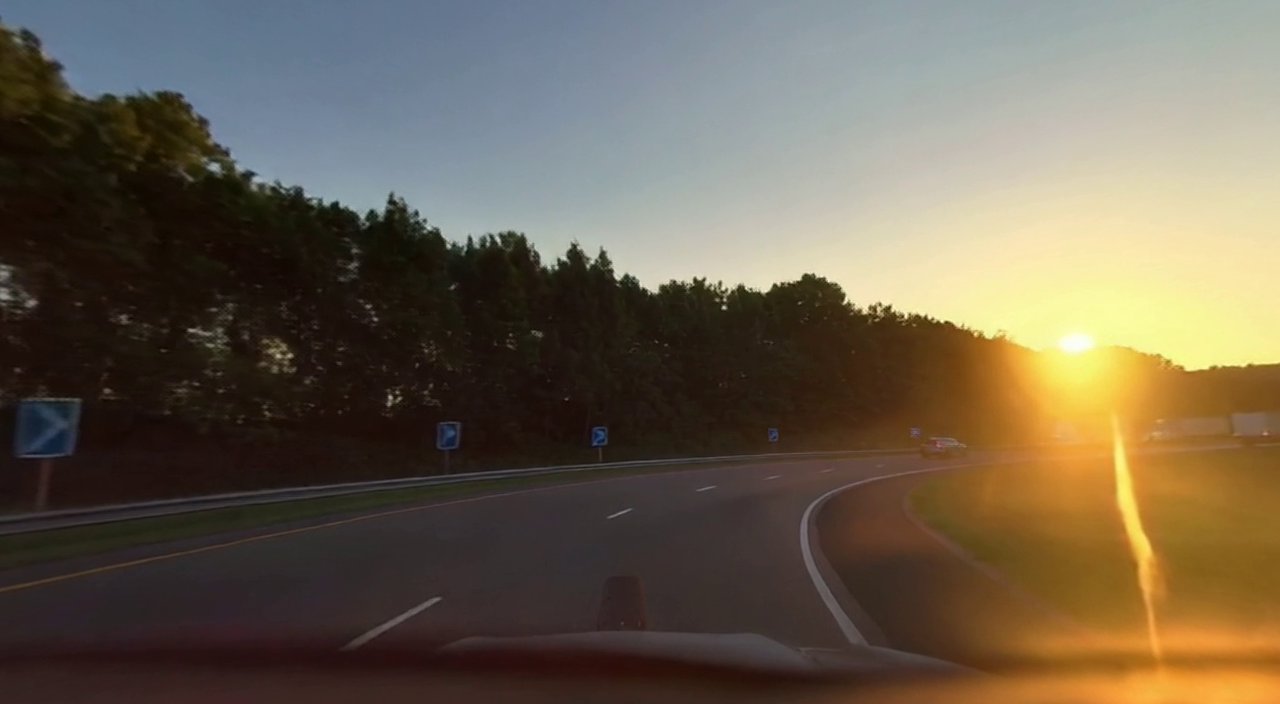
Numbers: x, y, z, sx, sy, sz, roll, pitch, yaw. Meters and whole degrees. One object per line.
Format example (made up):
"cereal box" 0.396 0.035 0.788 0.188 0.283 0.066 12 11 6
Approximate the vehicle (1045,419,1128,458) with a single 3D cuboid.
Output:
"vehicle" 34.284 6.658 48.387 5.981 2.823 2.498 4 -10 -27

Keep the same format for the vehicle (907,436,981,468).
"vehicle" 17.196 5.631 35.586 4.325 1.674 2.221 8 -12 -42
